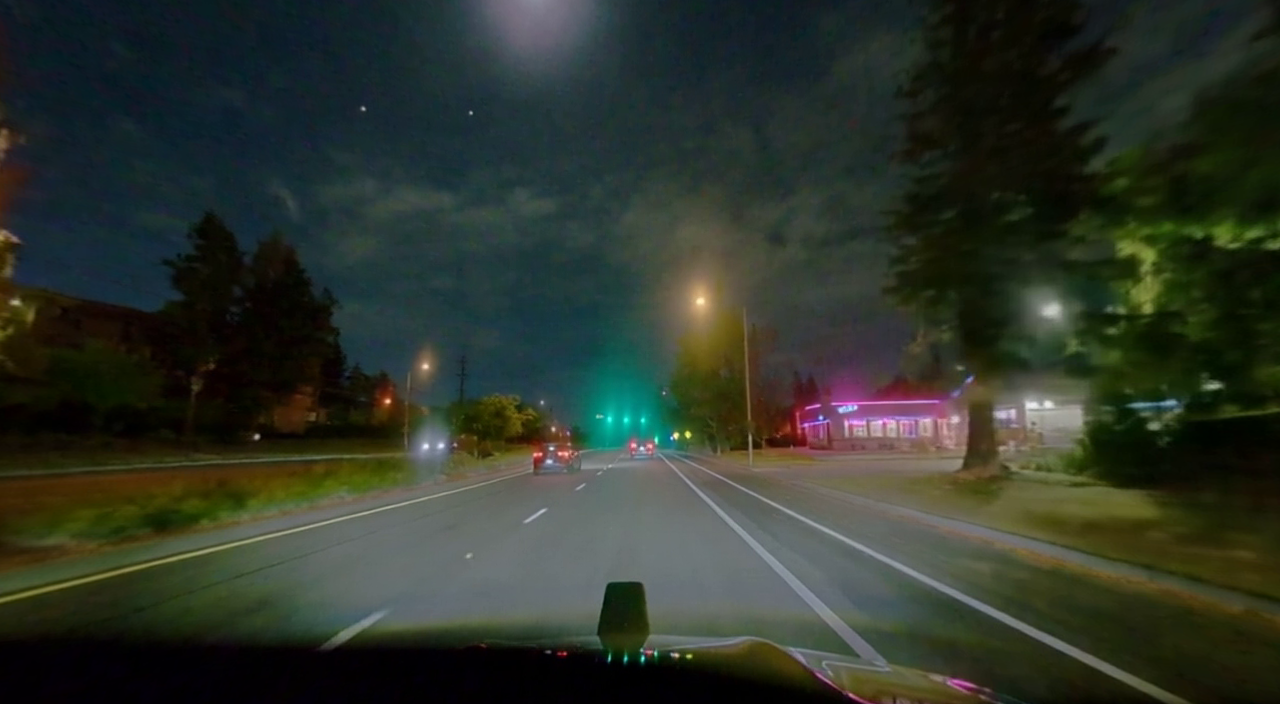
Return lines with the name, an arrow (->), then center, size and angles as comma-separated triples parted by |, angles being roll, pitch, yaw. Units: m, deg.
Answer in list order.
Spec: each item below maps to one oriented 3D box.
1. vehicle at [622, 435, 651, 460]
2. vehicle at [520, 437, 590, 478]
vehicle -> -0.249, 7.338, 48.408 | 2.153, 1.764, 4.047 | 0, -8, 0
vehicle -> -3.249, 4.153, 25.041 | 2.015, 1.470, 4.458 | 0, -8, 2
